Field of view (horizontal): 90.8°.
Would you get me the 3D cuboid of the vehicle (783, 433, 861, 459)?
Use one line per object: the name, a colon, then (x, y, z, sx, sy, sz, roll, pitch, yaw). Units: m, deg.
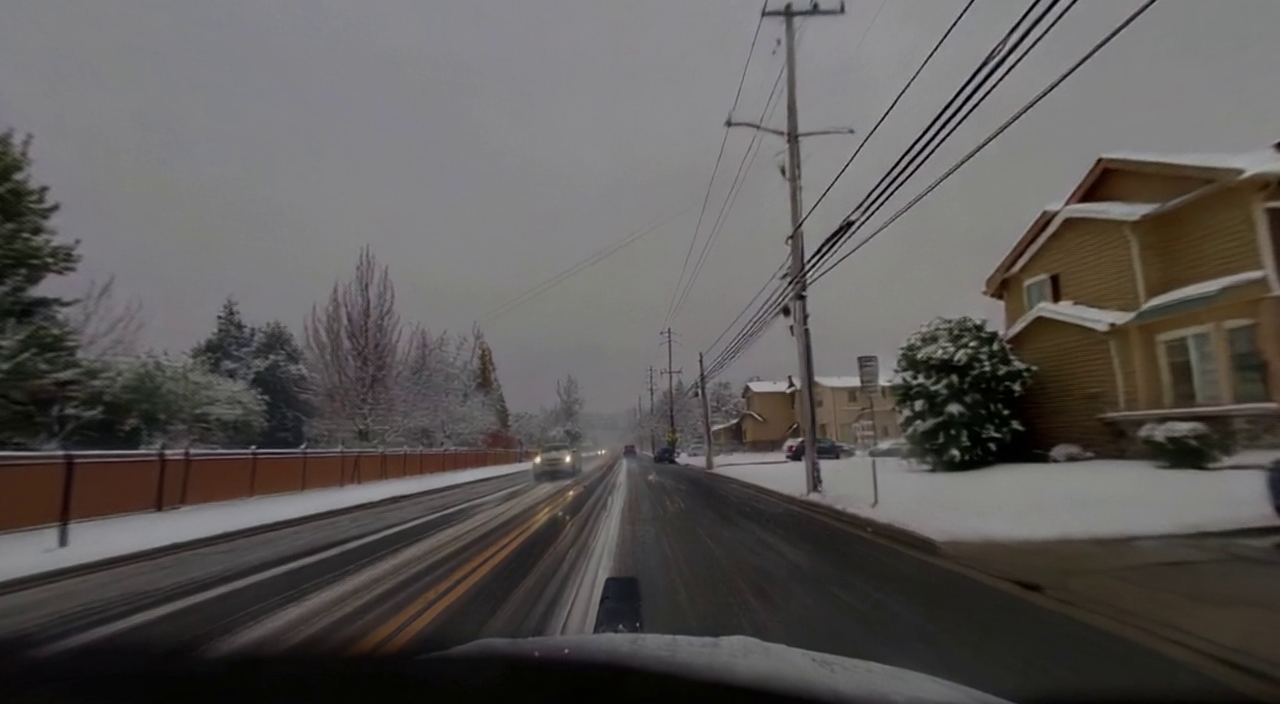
vehicle: (12.432, 6.461, 43.435, 4.701, 1.745, 2.083, -1, -9, 2)

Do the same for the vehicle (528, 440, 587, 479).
vehicle: (-3.753, 4.993, 29.520, 2.146, 1.657, 4.351, 0, -9, 0)

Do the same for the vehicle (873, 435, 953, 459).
vehicle: (18.680, 6.535, 43.401, 4.558, 1.554, 1.990, -1, -9, 4)
